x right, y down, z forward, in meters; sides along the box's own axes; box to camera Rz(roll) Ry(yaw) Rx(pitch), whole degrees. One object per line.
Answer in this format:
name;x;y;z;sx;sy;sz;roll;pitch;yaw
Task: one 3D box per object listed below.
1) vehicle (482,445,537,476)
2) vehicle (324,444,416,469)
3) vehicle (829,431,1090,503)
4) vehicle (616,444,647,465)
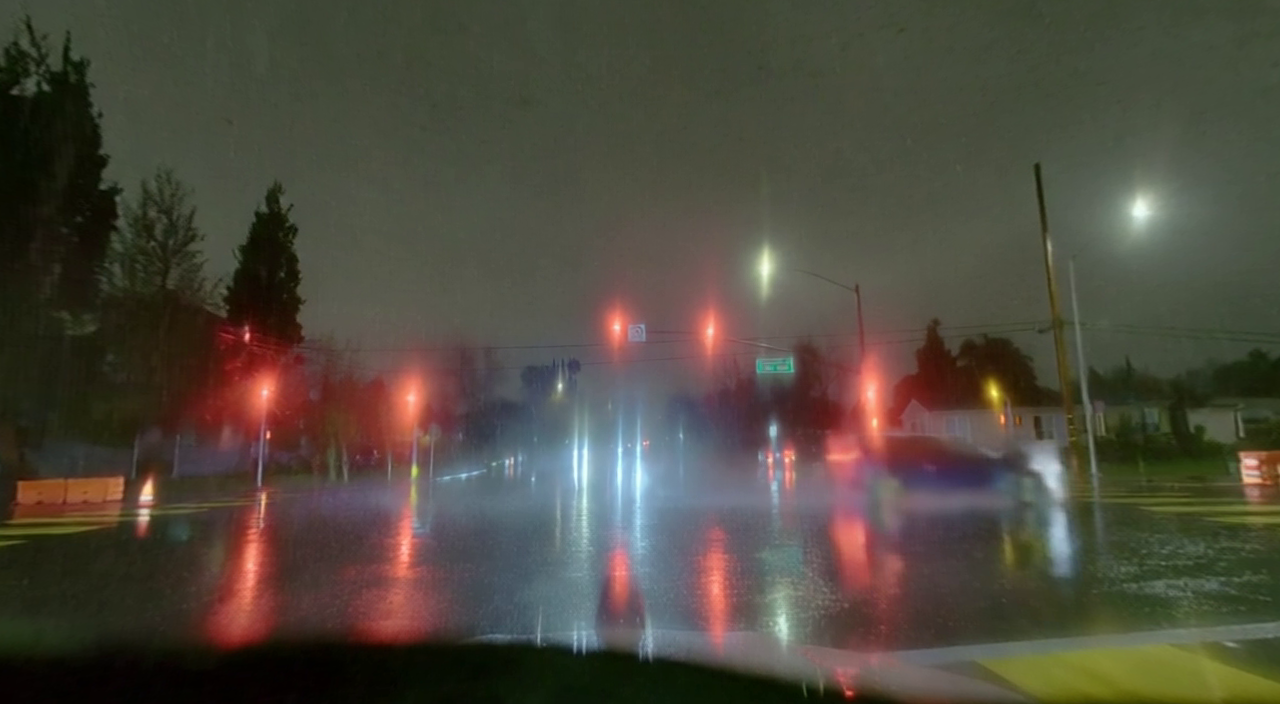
vehicle;-6.610;5.530;32.390;1.881;1.452;4.121;0;-8;0
vehicle;-16.403;6.374;38.594;4.713;1.409;1.918;0;-8;-2
vehicle;7.133;2.605;14.546;4.860;1.483;2.077;0;-8;-1
vehicle;-0.639;7.495;46.380;2.105;1.457;4.173;0;-8;-1
